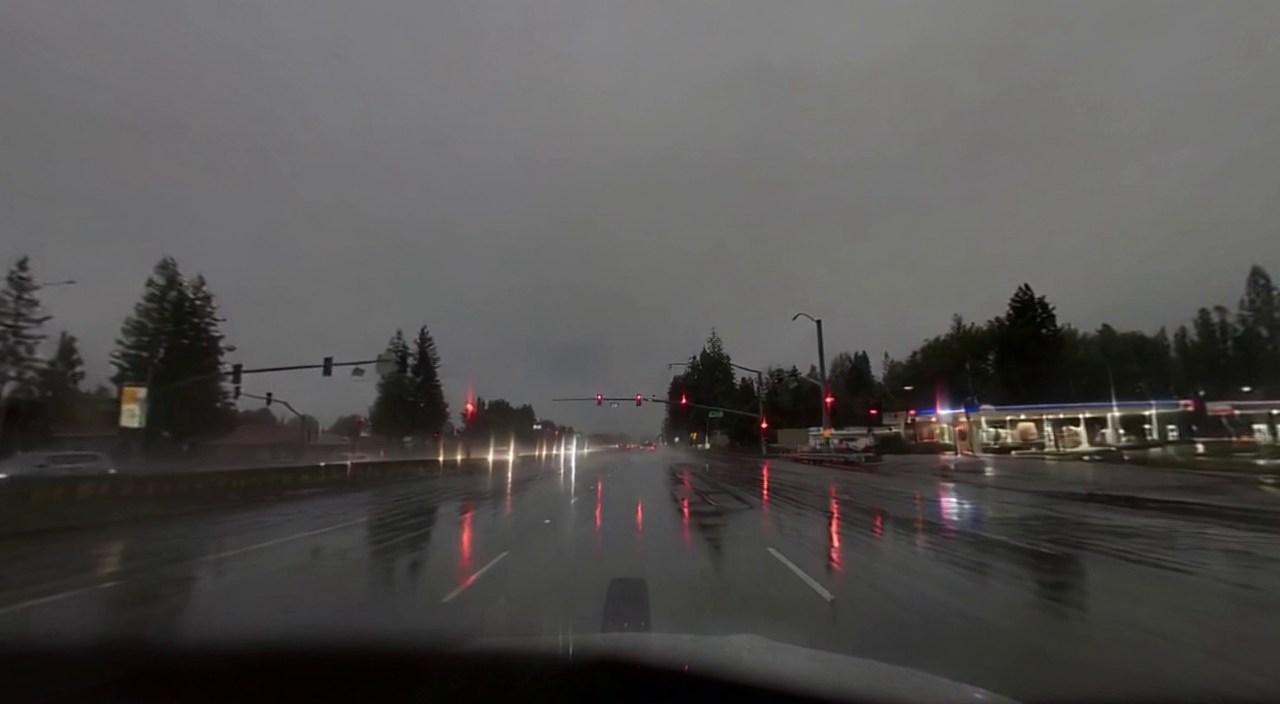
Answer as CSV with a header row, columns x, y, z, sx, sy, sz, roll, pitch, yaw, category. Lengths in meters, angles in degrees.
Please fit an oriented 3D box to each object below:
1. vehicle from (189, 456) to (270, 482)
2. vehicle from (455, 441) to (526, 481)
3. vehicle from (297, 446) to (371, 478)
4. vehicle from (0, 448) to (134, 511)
x,y,z,sx,sy,sz,roll,pitch,yaw,category
-26.184,7.463,40.402,1.899,1.487,4.734,0,-8,2,vehicle
-6.121,4.488,26.288,1.843,1.528,4.121,0,-8,2,vehicle
-18.457,6.651,38.350,2.034,1.783,4.875,0,-8,0,vehicle
-18.139,3.756,19.092,1.926,1.659,4.426,0,-8,-1,vehicle
